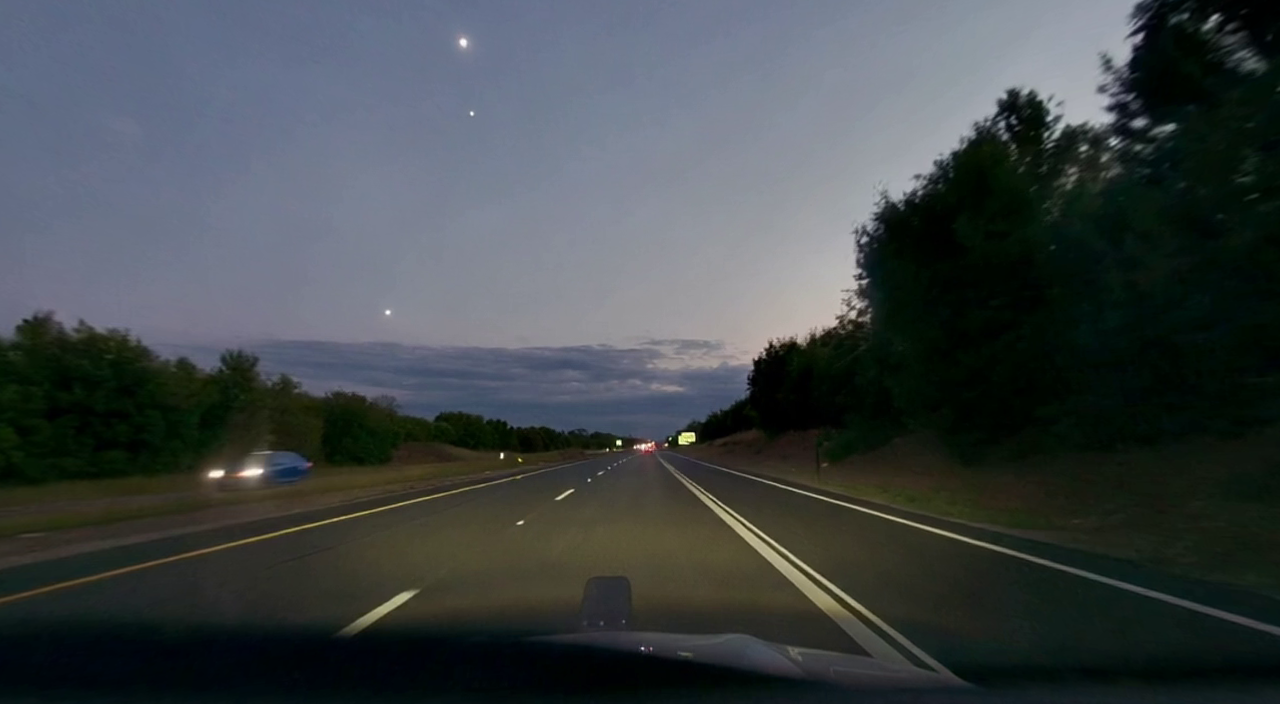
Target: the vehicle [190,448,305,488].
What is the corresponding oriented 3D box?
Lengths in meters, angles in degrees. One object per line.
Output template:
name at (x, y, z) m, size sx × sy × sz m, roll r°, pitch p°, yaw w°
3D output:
vehicle at (-15.774, 4.656, 25.635) m, size 1.859 × 1.458 × 4.239 m, roll 0°, pitch -9°, yaw 1°
